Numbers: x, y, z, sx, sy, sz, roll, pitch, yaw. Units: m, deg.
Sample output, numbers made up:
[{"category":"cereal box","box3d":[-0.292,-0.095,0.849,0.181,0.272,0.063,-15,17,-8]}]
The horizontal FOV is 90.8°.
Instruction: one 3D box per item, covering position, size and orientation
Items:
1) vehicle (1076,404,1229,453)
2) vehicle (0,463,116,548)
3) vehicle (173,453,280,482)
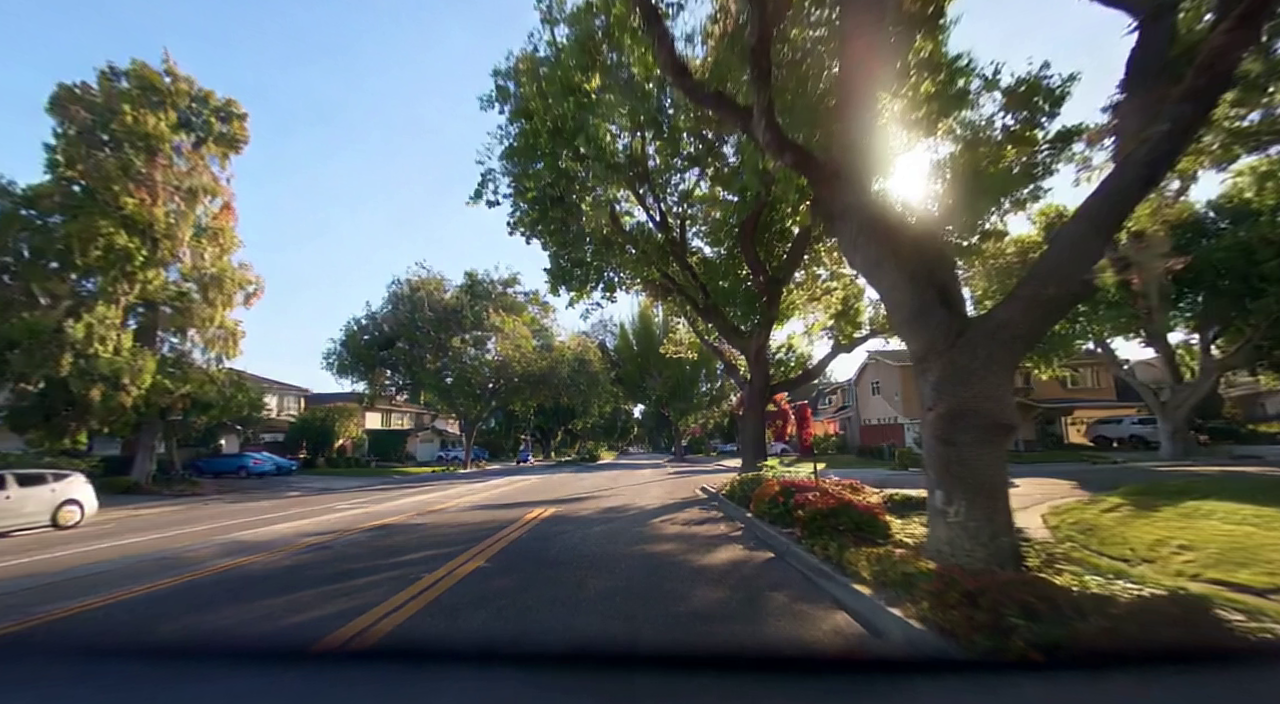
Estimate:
[{"category":"vehicle","box3d":[26.379,3.995,32.744,5.595,2.365,2.241,-1,-9,6]},{"category":"vehicle","box3d":[-12.906,2.929,11.947,1.992,1.534,4.802,-2,-9,-2]},{"category":"vehicle","box3d":[-22.993,6.414,35.262,4.486,1.509,2.189,-1,-9,1]}]
